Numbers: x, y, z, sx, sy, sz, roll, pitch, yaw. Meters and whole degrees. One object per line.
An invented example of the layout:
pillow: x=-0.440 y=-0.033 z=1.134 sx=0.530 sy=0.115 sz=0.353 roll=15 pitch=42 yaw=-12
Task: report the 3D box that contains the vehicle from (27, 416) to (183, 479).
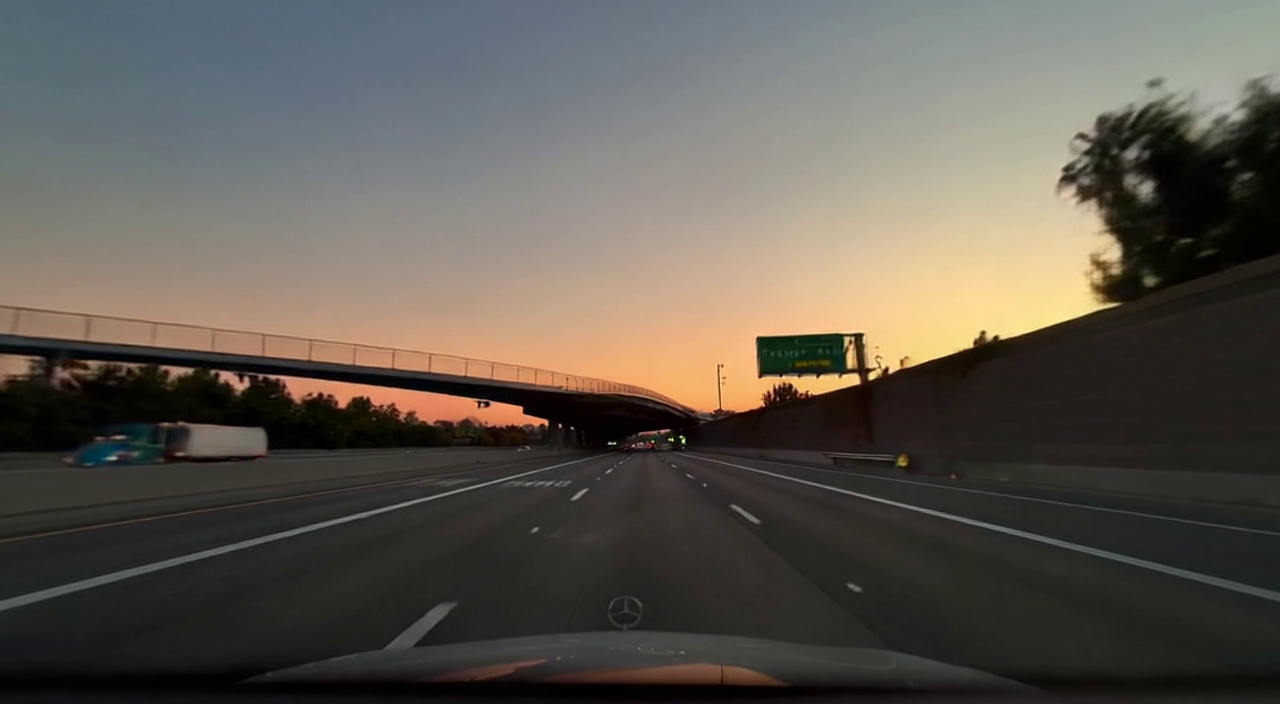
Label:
vehicle: x=-35.661 y=6.422 z=42.674 sx=3.032 sy=3.792 sz=8.384 roll=0 pitch=-8 yaw=0
